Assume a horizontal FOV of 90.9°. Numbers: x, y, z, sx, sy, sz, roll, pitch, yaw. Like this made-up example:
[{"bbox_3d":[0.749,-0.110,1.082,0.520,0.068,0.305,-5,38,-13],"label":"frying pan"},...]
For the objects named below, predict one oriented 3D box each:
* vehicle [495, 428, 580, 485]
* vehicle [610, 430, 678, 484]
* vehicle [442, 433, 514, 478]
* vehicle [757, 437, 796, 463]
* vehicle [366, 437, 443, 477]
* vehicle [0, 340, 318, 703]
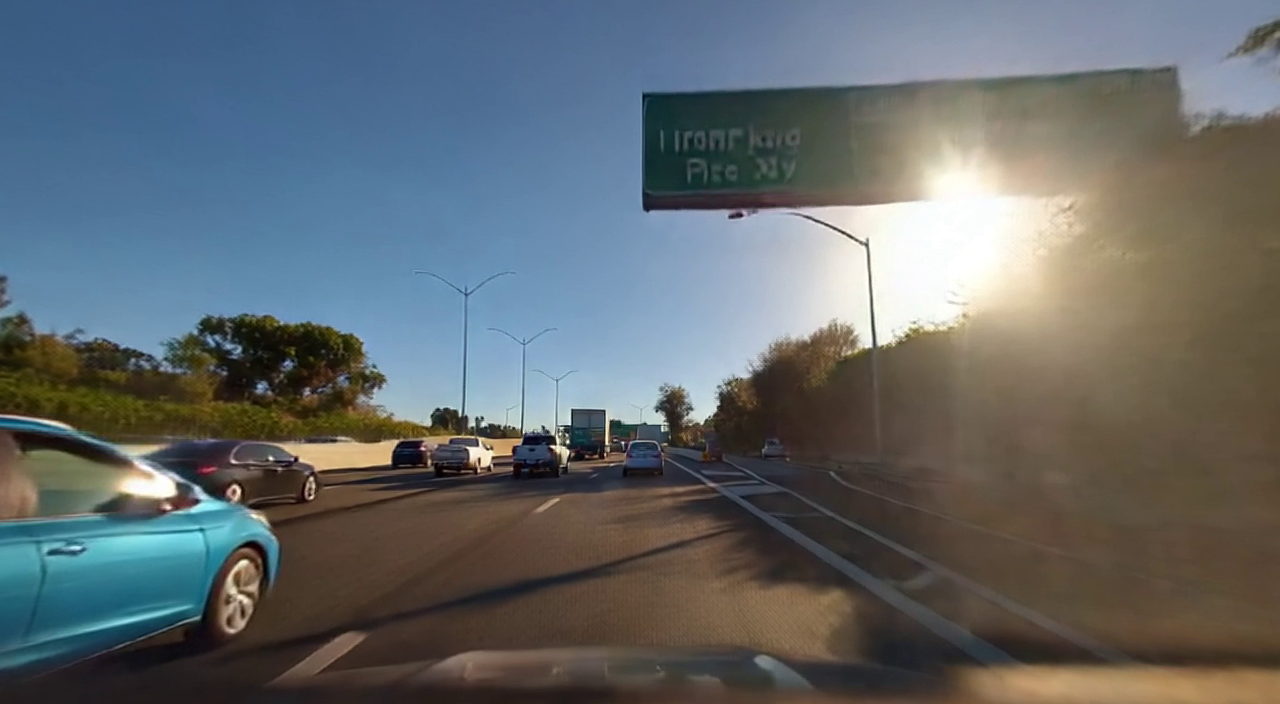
[{"bbox_3d":[-3.515,3.686,22.503,2.125,1.792,4.466,0,-8,2],"label":"vehicle"},{"bbox_3d":[0.144,3.643,22.123,2.180,1.716,3.920,0,-8,1],"label":"vehicle"},{"bbox_3d":[-6.978,4.498,27.647,1.998,1.770,4.222,0,-8,0],"label":"vehicle"},{"bbox_3d":[9.769,7.014,45.345,2.026,1.718,4.522,-1,-8,4],"label":"vehicle"},{"bbox_3d":[-10.859,4.852,29.405,1.894,1.669,4.251,0,-8,0],"label":"vehicle"},{"bbox_3d":[-3.455,0.828,2.346,2.209,1.711,4.296,0,-8,0],"label":"vehicle"}]
